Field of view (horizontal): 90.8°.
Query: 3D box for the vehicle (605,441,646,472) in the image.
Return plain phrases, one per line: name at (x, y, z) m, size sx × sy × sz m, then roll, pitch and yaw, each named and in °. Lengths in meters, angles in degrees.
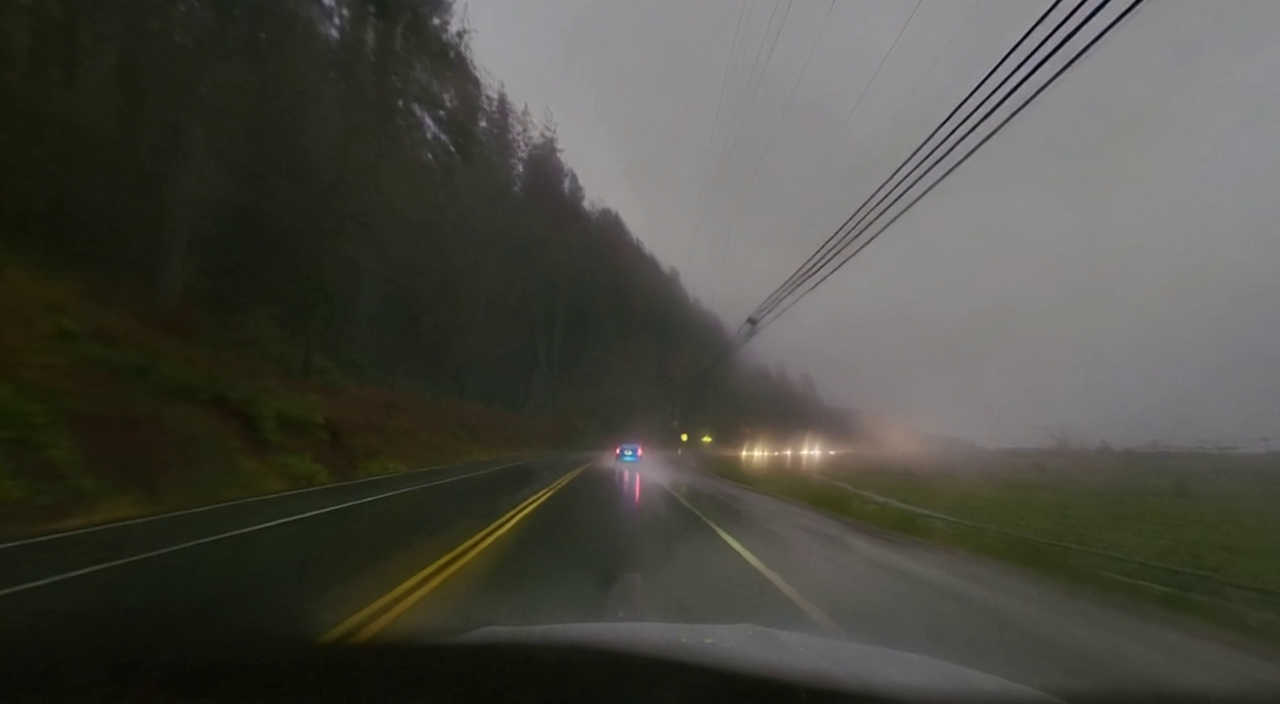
vehicle at (-0.759, 5.638, 34.290) m, size 2.059 × 1.524 × 3.963 m, roll 1°, pitch -9°, yaw 0°
